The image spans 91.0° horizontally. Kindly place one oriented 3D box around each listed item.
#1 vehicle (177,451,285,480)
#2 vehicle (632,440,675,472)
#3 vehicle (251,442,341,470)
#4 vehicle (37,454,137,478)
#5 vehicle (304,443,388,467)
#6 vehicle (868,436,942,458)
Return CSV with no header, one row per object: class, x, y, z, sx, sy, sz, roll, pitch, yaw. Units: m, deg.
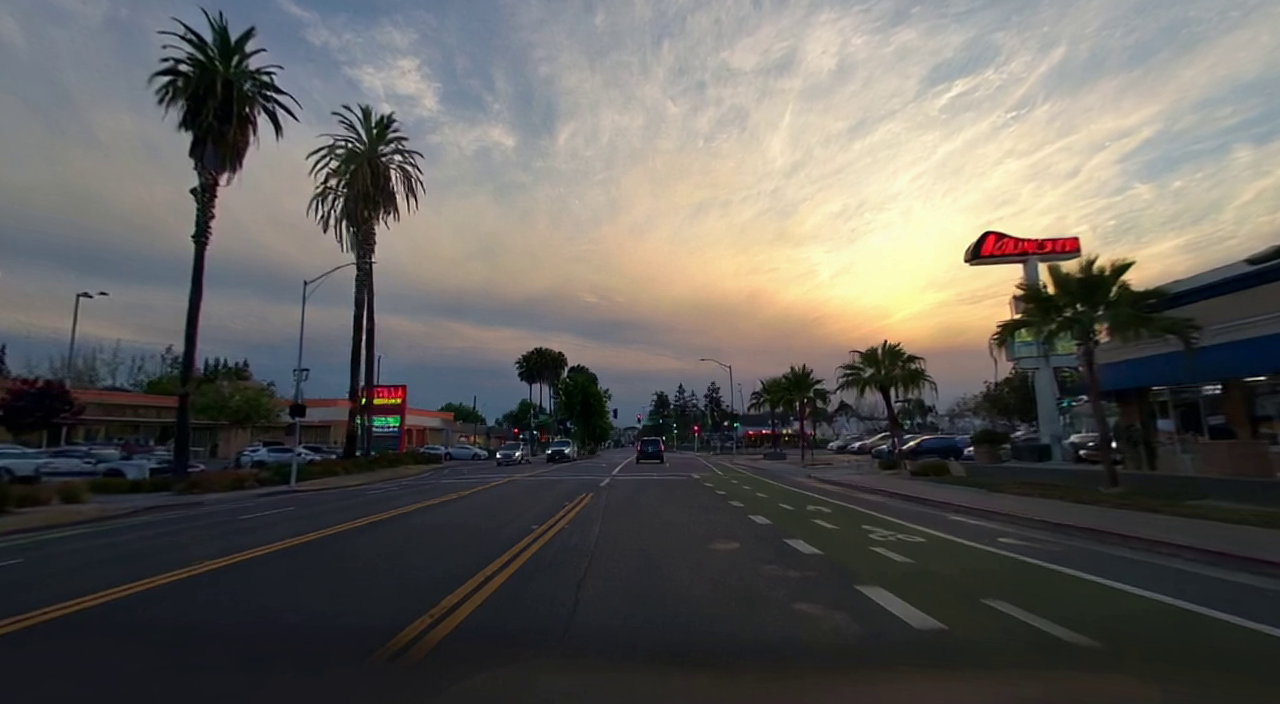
vehicle,-22.109,6.146,34.170,4.552,1.389,1.779,-1,-11,-4
vehicle,0.657,5.309,32.376,2.065,1.507,4.225,0,-9,1
vehicle,-21.873,6.647,40.152,4.498,1.729,2.102,0,-9,0
vehicle,-35.073,7.210,40.007,4.505,1.458,1.887,0,-9,-2
vehicle,-21.532,7.571,46.262,5.050,1.758,2.134,0,-9,2
vehicle,17.853,6.424,42.519,4.140,1.422,1.869,0,-9,-2
